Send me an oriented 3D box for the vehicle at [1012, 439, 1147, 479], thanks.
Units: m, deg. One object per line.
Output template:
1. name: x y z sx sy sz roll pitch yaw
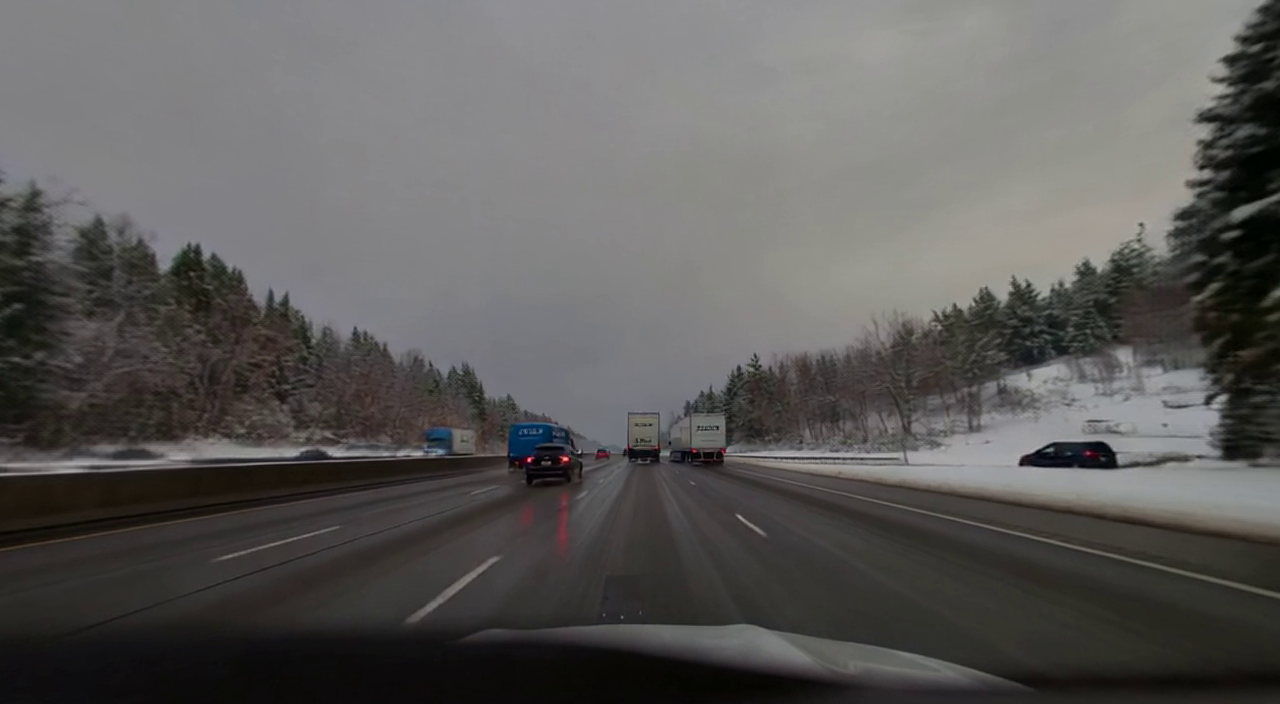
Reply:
1. vehicle: 19.968 4.848 28.869 2.108 1.659 4.515 6 -11 -33

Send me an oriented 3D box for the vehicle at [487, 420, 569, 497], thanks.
1. vehicle: -3.529 3.432 20.523 2.033 2.234 3.490 0 -9 -1

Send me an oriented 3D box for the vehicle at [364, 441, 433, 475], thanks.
1. vehicle: -13.113 5.794 34.557 2.029 1.703 4.156 0 -9 1

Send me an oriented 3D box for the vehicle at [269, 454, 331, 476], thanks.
1. vehicle: -23.905 7.913 44.536 1.813 1.448 4.550 0 -9 0

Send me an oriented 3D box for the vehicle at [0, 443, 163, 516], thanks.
1. vehicle: -13.404 2.789 14.205 1.835 1.418 4.358 0 -9 1

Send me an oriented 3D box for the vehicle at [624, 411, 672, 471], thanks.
1. vehicle: 0.474 6.864 48.330 3.201 4.019 10.918 0 -9 -1
